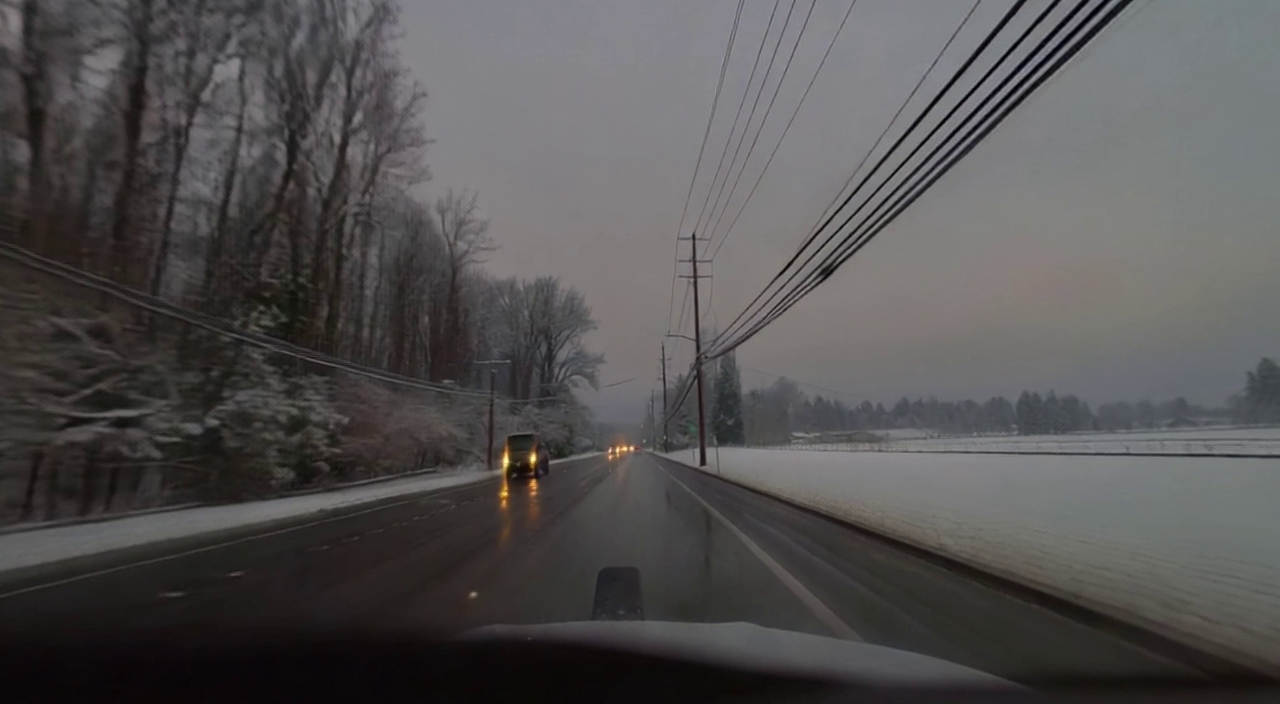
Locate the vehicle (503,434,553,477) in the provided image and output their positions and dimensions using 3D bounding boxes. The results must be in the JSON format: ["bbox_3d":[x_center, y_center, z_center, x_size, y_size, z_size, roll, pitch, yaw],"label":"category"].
[{"bbox_3d":[-7.857,7.249,44.897,2.351,2.696,6.106,-2,-7,1],"label":"vehicle"}]
